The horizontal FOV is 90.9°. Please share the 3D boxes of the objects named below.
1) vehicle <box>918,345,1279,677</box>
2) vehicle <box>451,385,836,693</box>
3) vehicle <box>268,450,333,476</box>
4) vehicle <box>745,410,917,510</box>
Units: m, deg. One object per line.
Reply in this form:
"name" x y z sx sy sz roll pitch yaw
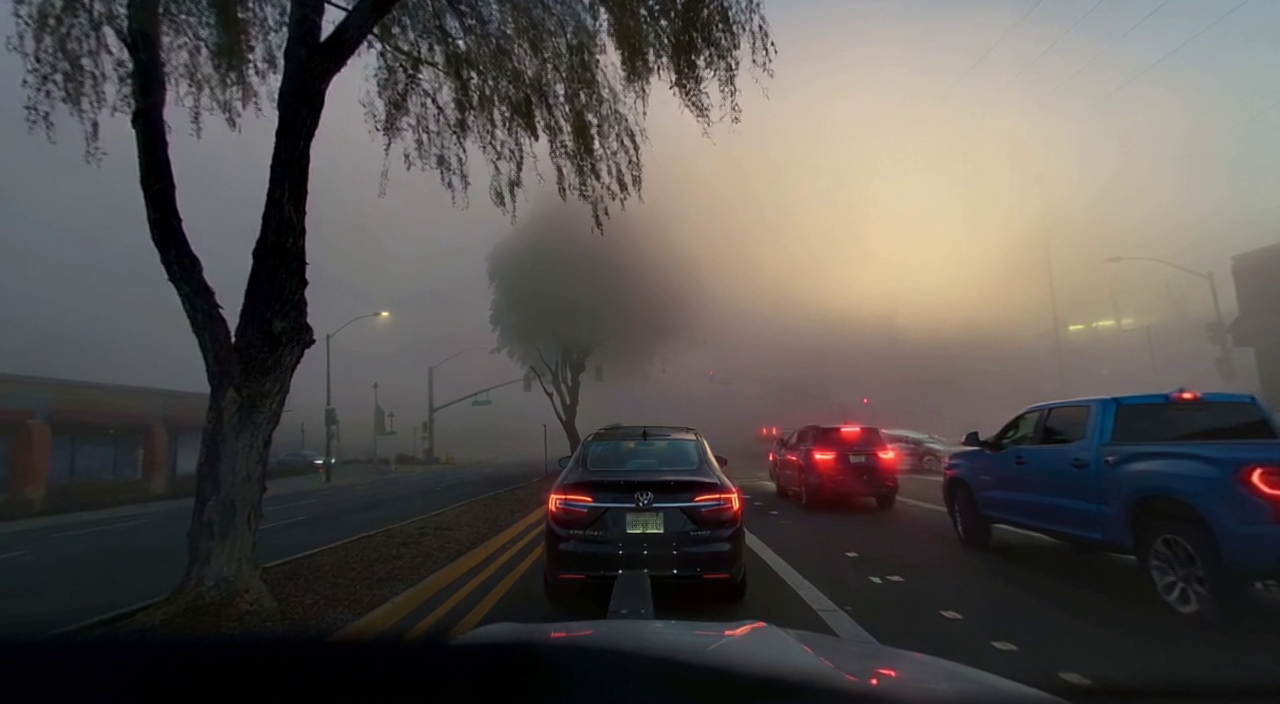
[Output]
"vehicle" 4.522 1.170 5.518 2.019 1.803 4.634 0 -8 0
"vehicle" -0.017 1.313 5.539 2.116 1.677 3.948 0 -8 -1
"vehicle" -24.061 7.842 44.877 1.798 1.706 4.385 -1 -8 6
"vehicle" 4.222 2.534 15.274 2.319 1.930 5.651 0 -8 -1
